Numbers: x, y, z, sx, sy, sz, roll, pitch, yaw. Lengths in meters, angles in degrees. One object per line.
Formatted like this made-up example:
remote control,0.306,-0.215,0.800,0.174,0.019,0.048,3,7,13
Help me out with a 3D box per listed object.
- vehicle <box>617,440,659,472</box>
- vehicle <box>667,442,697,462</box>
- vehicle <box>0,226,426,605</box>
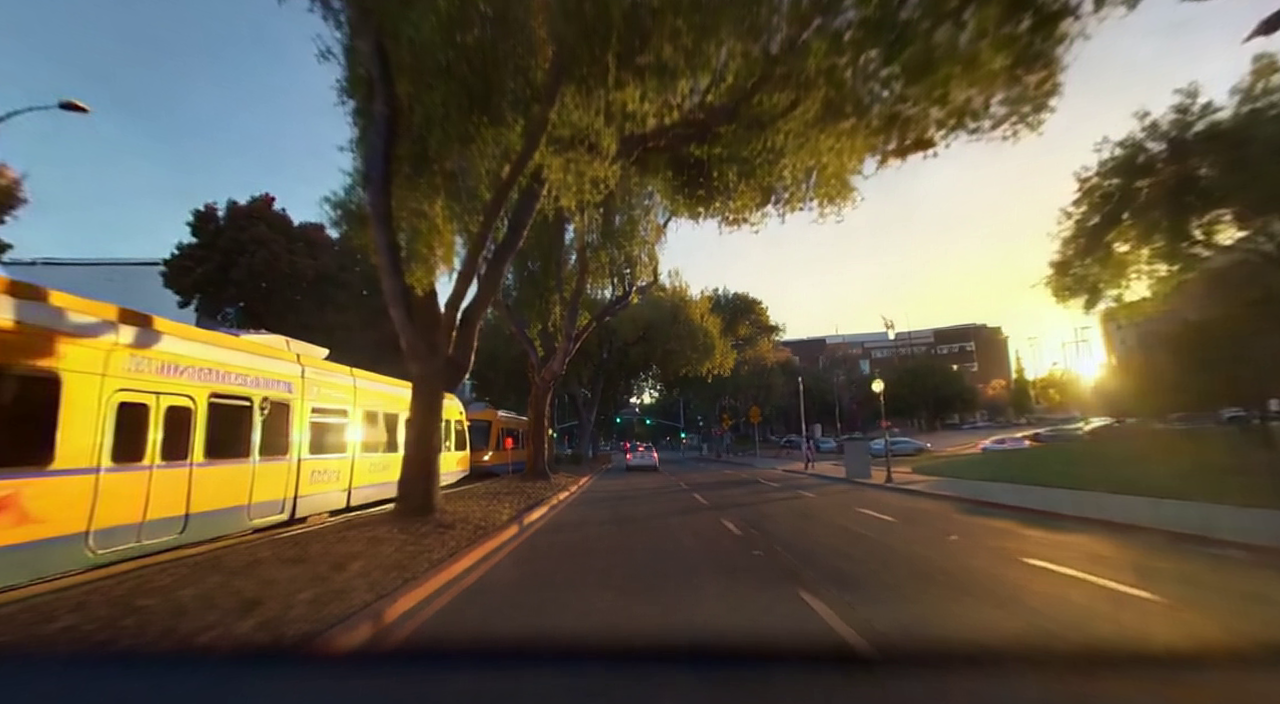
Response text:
vehicle,-0.098,5.248,32.139,2.002,1.471,4.337,0,-8,0
vehicle,3.090,7.544,47.722,1.944,1.447,4.392,0,-8,0
vehicle,-7.779,1.307,11.876,2.897,3.700,13.528,0,-7,0
